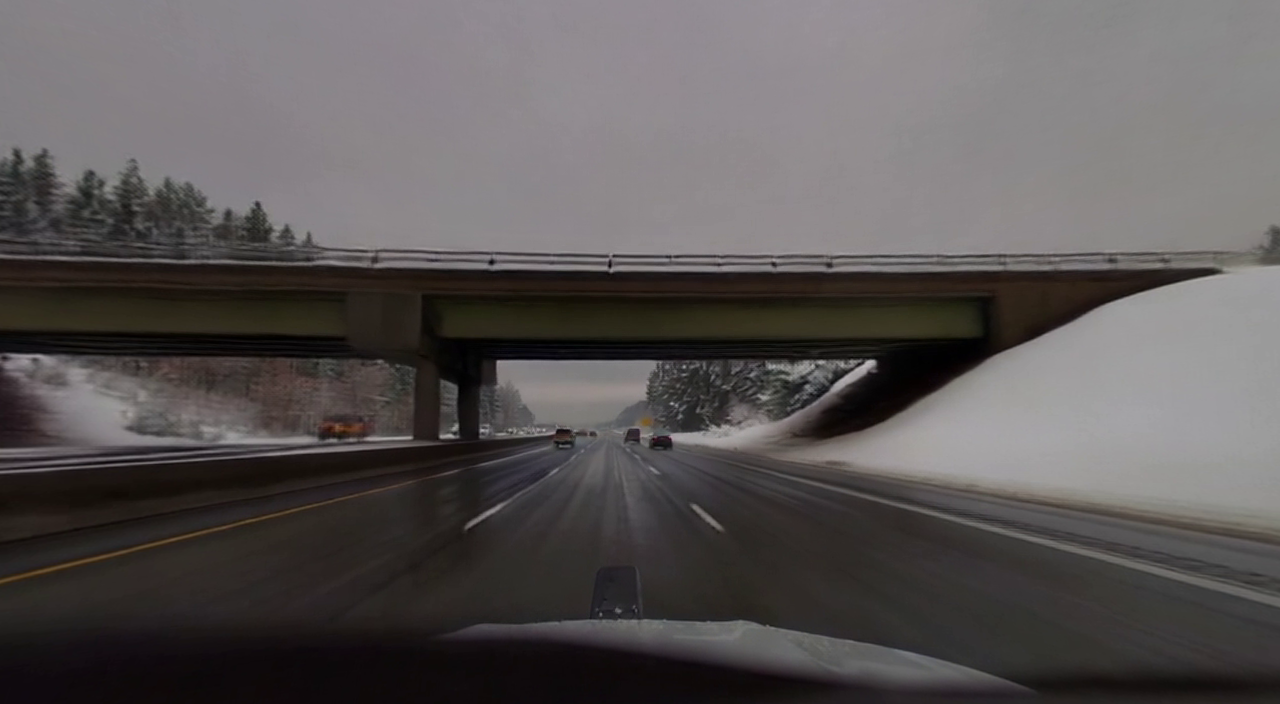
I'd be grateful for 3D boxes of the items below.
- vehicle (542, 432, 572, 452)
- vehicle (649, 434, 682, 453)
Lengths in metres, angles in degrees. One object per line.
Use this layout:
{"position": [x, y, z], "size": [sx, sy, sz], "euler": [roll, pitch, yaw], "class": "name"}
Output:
{"position": [-6.320, 6.877, 48.134], "size": [1.966, 1.460, 3.519], "euler": [0, -8, -2], "class": "vehicle"}
{"position": [1.774, 6.486, 44.722], "size": [1.999, 1.329, 3.913], "euler": [1, -8, -3], "class": "vehicle"}
